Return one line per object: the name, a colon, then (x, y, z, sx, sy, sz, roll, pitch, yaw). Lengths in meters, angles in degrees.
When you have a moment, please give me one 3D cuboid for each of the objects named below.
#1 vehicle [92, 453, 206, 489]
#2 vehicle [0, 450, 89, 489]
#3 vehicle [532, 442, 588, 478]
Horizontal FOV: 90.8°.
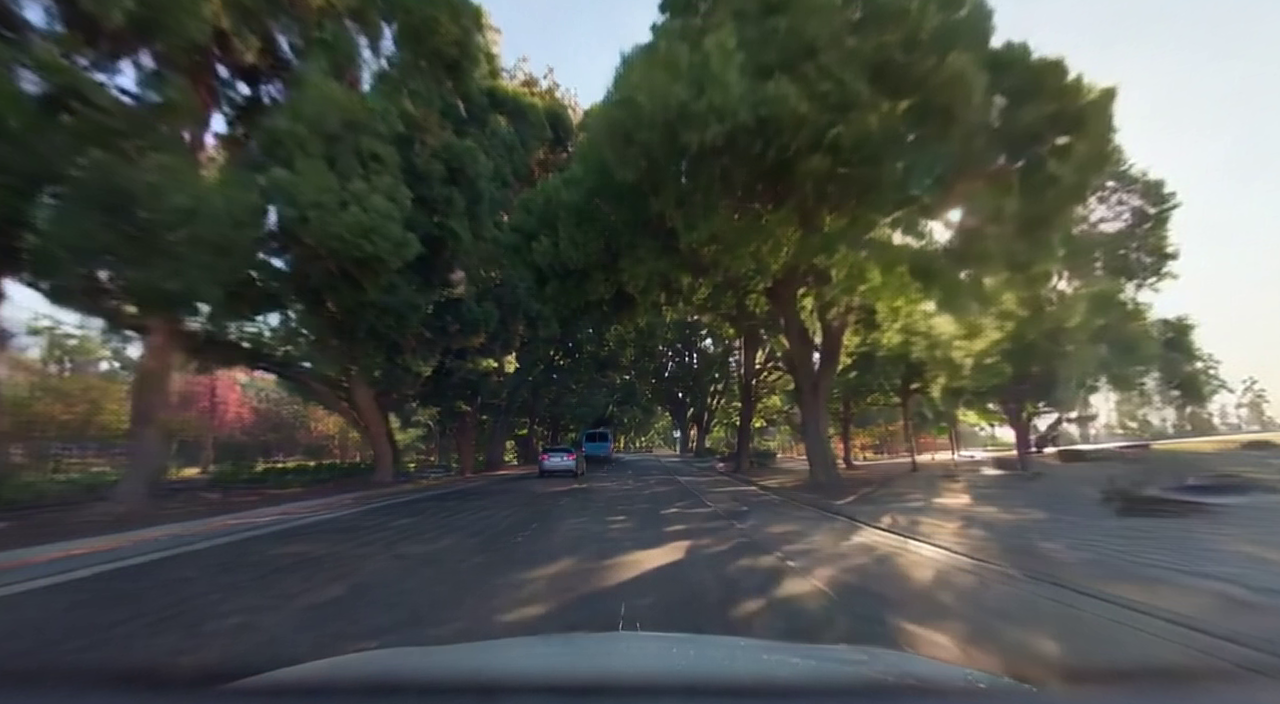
vehicle: (-22.862, 5.517, 29.664, 1.817, 1.499, 4.440, 0, -8, -1)
vehicle: (-32.681, 6.320, 33.676, 2.140, 1.763, 5.276, 2, -14, -6)
vehicle: (-3.526, 4.825, 28.512, 2.009, 1.473, 4.028, 0, -8, -1)
